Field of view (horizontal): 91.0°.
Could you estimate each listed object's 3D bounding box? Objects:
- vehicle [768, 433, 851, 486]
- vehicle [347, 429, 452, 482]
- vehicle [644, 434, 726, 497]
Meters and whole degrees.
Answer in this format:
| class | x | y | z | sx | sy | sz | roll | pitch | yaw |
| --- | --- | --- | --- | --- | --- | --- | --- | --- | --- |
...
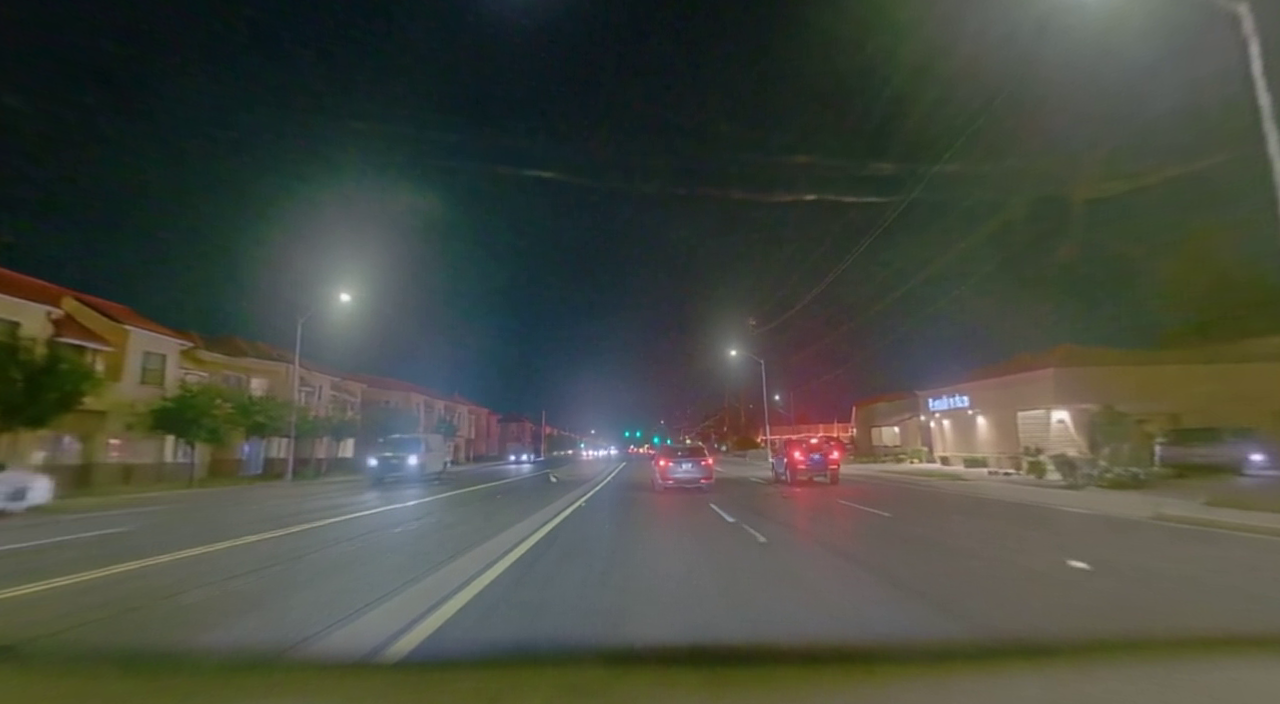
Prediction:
| class | x | y | z | sx | sy | sz | roll | pitch | yaw |
| --- | --- | --- | --- | --- | --- | --- | --- | --- | --- |
| vehicle | 6.597 | 4.249 | 25.062 | 2.061 | 1.889 | 4.268 | 0 | -9 | 0 |
| vehicle | -10.632 | 4.666 | 28.481 | 2.423 | 2.132 | 5.881 | 0 | -9 | 0 |
| vehicle | 1.238 | 3.444 | 19.354 | 2.138 | 1.702 | 4.168 | 0 | -9 | -1 |
